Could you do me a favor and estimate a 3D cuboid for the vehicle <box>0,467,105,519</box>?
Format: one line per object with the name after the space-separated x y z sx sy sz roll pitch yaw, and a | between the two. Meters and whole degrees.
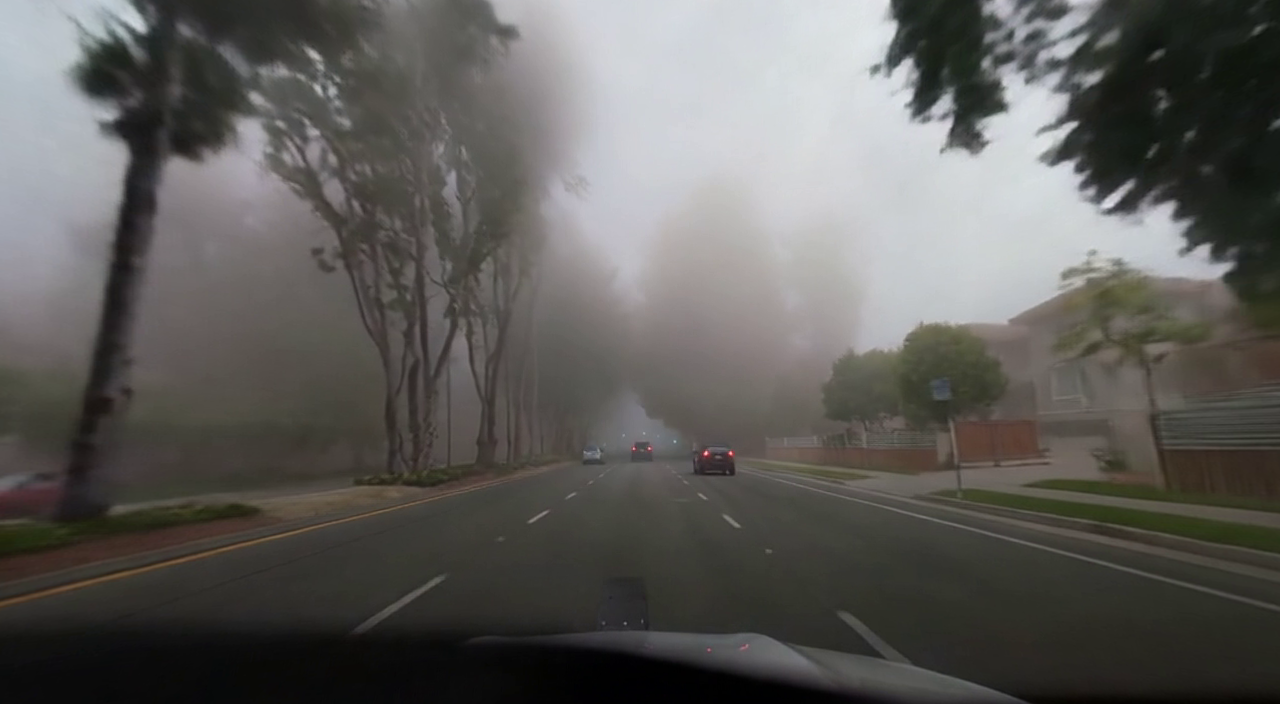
-21.088 4.683 21.037 1.960 1.492 5.090 0 -9 1 | vehicle

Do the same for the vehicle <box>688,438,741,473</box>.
3.831 5.400 33.069 2.182 1.688 4.187 0 -9 -1 | vehicle

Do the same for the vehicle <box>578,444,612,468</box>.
-2.981 6.961 42.392 1.940 1.473 4.133 0 -9 1 | vehicle
